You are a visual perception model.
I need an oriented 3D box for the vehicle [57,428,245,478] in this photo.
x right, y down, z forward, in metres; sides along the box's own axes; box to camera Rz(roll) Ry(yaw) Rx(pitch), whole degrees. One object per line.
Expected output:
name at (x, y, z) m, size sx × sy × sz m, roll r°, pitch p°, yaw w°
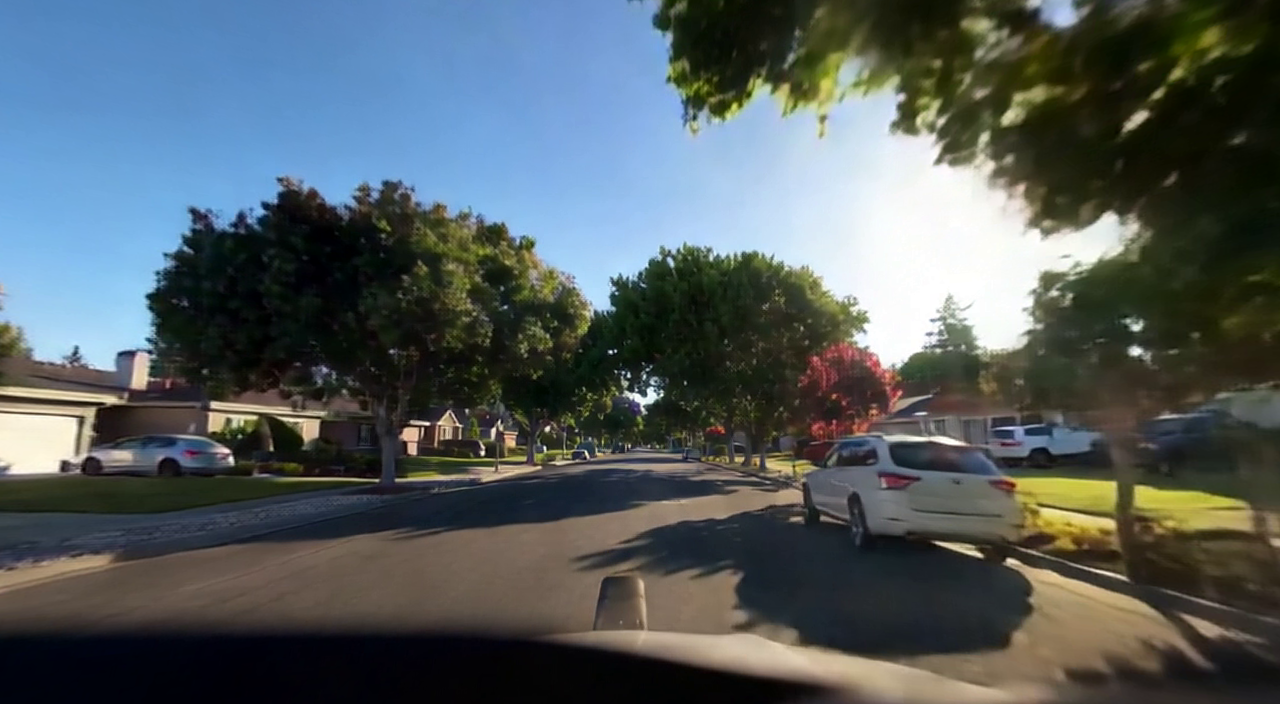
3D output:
vehicle at (-16.609, 3.468, 21.721) m, size 4.607 × 1.573 × 2.058 m, roll 1°, pitch -9°, yaw -4°

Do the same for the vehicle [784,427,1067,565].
vehicle at (3.893, 2.050, 9.846) m, size 2.136 × 1.596 × 4.790 m, roll 0°, pitch -8°, yaw -1°
